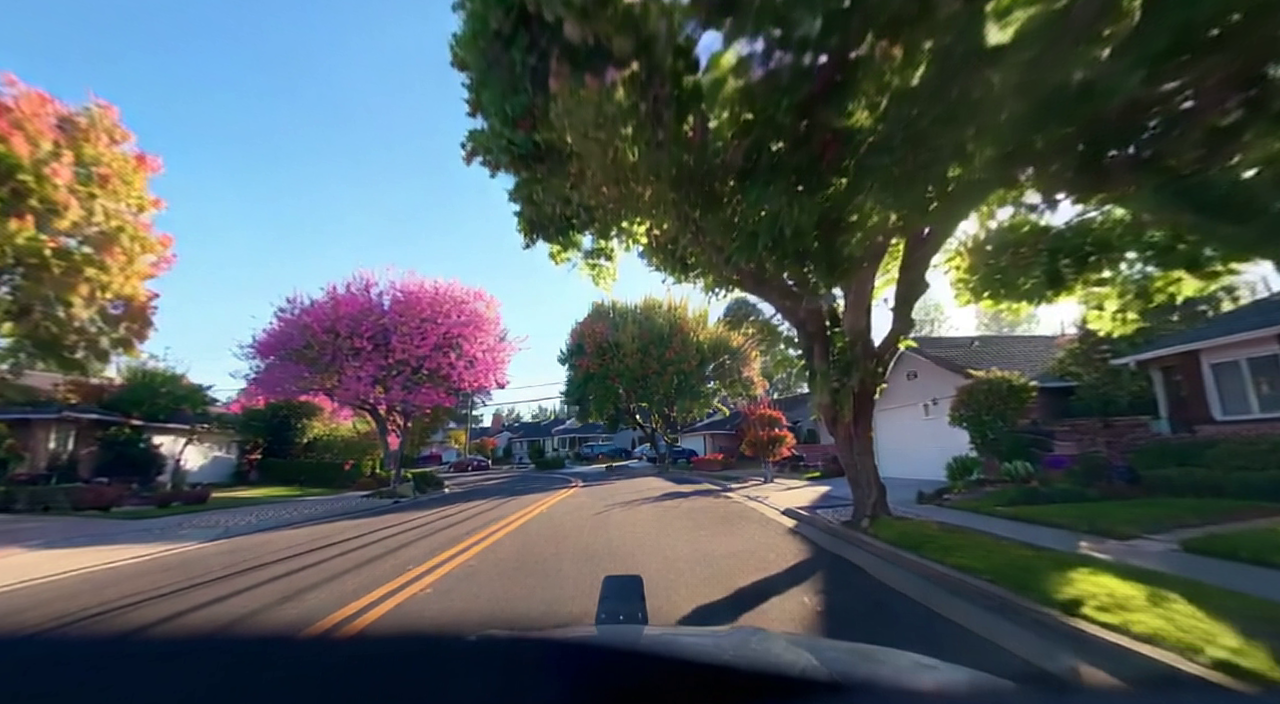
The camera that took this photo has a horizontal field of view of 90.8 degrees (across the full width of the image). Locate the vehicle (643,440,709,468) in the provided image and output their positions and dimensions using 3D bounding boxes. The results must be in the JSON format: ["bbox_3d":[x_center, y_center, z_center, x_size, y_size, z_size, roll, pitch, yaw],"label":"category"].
[{"bbox_3d":[2.704,7.611,47.461,4.459,1.738,1.930,0,-8,-28],"label":"vehicle"}]
